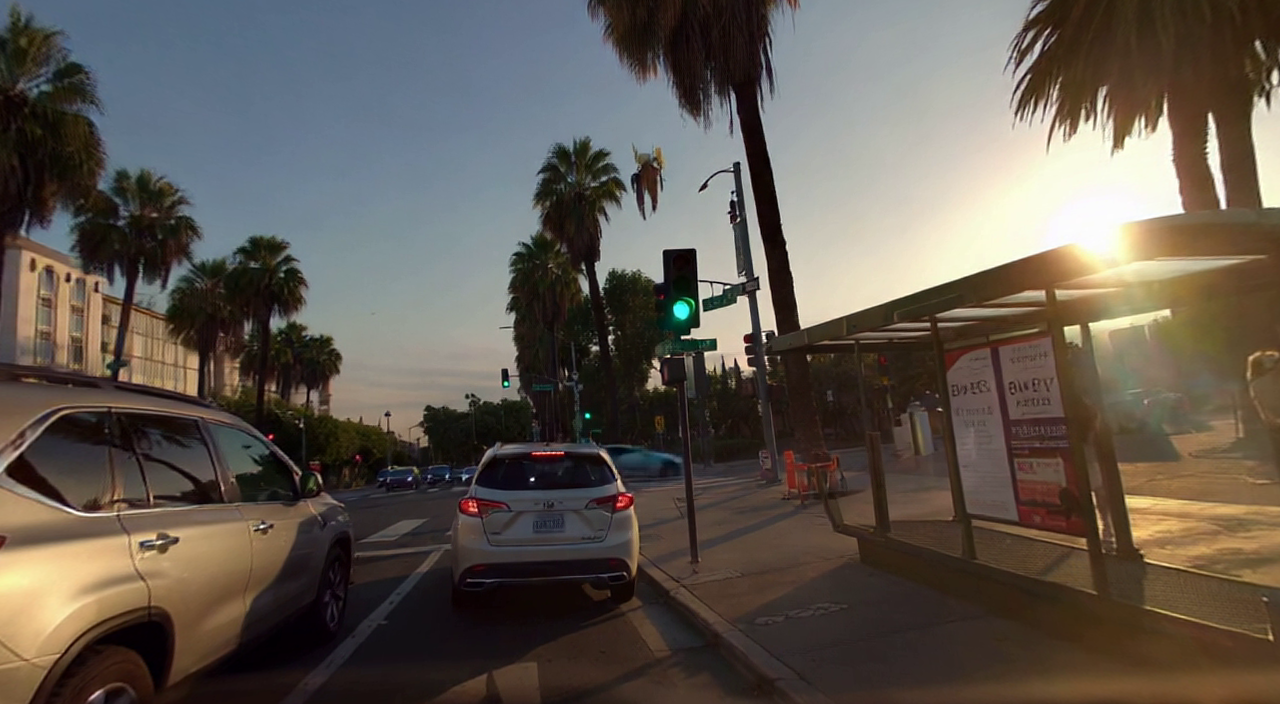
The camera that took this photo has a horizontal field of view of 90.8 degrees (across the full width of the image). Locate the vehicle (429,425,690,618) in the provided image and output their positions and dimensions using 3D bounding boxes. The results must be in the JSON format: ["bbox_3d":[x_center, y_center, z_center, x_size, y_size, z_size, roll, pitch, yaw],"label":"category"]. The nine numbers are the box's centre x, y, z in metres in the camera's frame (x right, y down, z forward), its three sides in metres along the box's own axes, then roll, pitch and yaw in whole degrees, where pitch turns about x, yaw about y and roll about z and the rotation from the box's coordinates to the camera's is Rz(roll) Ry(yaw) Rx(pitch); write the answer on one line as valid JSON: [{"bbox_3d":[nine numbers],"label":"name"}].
[{"bbox_3d":[-1.013,1.649,7.218,2.065,1.467,4.289,2,-9,-11],"label":"vehicle"}]

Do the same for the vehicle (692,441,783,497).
[{"bbox_3d":[4.916,5.926,32.149,3.987,1.636,1.903,12,7,-8],"label":"vehicle"}]

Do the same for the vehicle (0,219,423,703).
[{"bbox_3d":[-2.761,0.924,3.334,2.098,1.851,4.571,1,-9,-7],"label":"vehicle"}]
